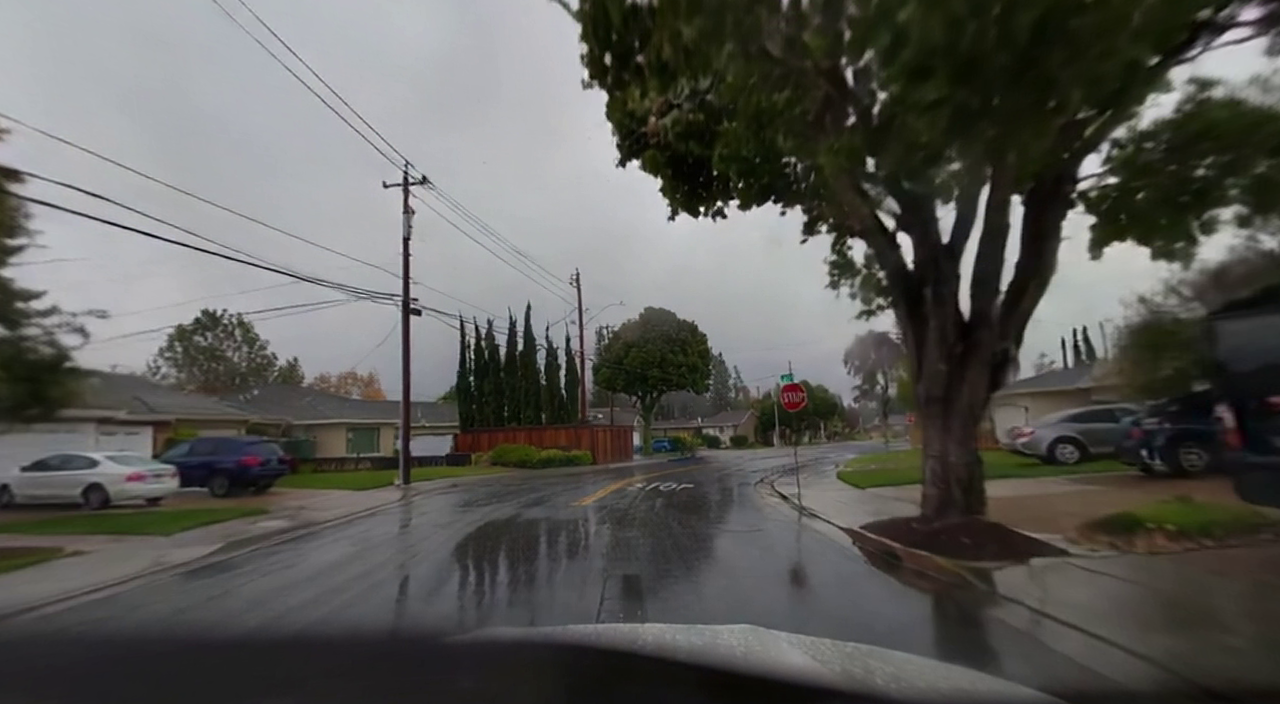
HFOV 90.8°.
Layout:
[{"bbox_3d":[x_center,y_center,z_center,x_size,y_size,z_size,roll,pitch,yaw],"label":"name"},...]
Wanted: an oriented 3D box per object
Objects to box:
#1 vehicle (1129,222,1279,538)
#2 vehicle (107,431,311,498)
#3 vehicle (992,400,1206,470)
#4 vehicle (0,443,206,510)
[{"bbox_3d":[10.770,0.316,6.359,8.828,3.111,3.352,0,-7,0],"label":"vehicle"},{"bbox_3d":[-12.548,3.278,18.664,4.484,1.852,2.009,0,-8,-1],"label":"vehicle"},{"bbox_3d":[12.312,2.291,17.285,4.180,1.759,1.940,-2,-8,11],"label":"vehicle"},{"bbox_3d":[-13.371,2.995,15.448,4.103,1.498,1.909,0,-8,2],"label":"vehicle"}]
